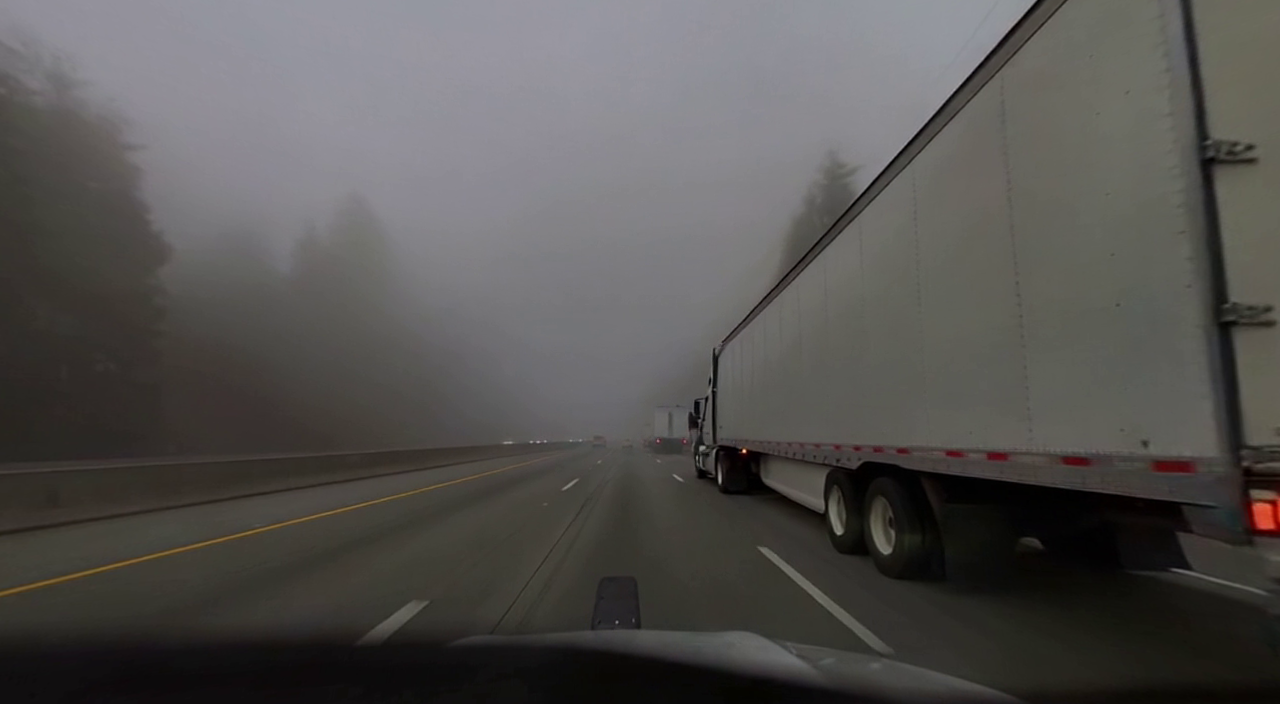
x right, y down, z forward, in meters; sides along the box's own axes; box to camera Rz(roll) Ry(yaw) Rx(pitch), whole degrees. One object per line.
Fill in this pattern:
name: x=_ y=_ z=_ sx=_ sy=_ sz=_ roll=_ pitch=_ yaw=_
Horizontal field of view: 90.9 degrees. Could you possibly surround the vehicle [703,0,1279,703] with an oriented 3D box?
vehicle: x=3.329 y=0.464 z=9.091 sx=2.905 sy=4.080 sz=14.157 roll=0 pitch=-8 yaw=-2
